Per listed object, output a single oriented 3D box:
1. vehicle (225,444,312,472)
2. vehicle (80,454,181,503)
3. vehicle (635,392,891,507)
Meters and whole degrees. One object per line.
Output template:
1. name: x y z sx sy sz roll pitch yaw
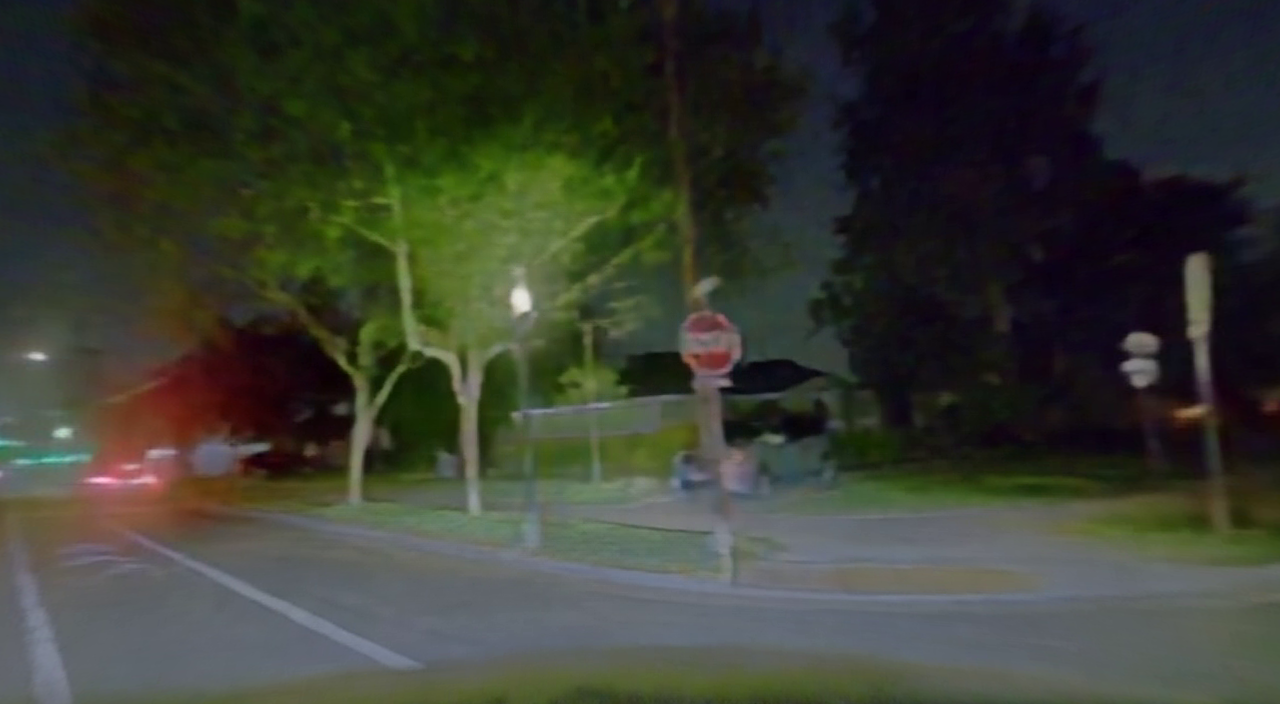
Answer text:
1. vehicle: -21.202 6.013 36.023 1.855 1.512 3.827 -8 -11 42
2. vehicle: -18.799 4.562 23.192 4.578 1.524 1.979 -7 -11 41
3. vehicle: 2.873 1.889 13.448 5.980 1.915 2.286 4 -8 -44
